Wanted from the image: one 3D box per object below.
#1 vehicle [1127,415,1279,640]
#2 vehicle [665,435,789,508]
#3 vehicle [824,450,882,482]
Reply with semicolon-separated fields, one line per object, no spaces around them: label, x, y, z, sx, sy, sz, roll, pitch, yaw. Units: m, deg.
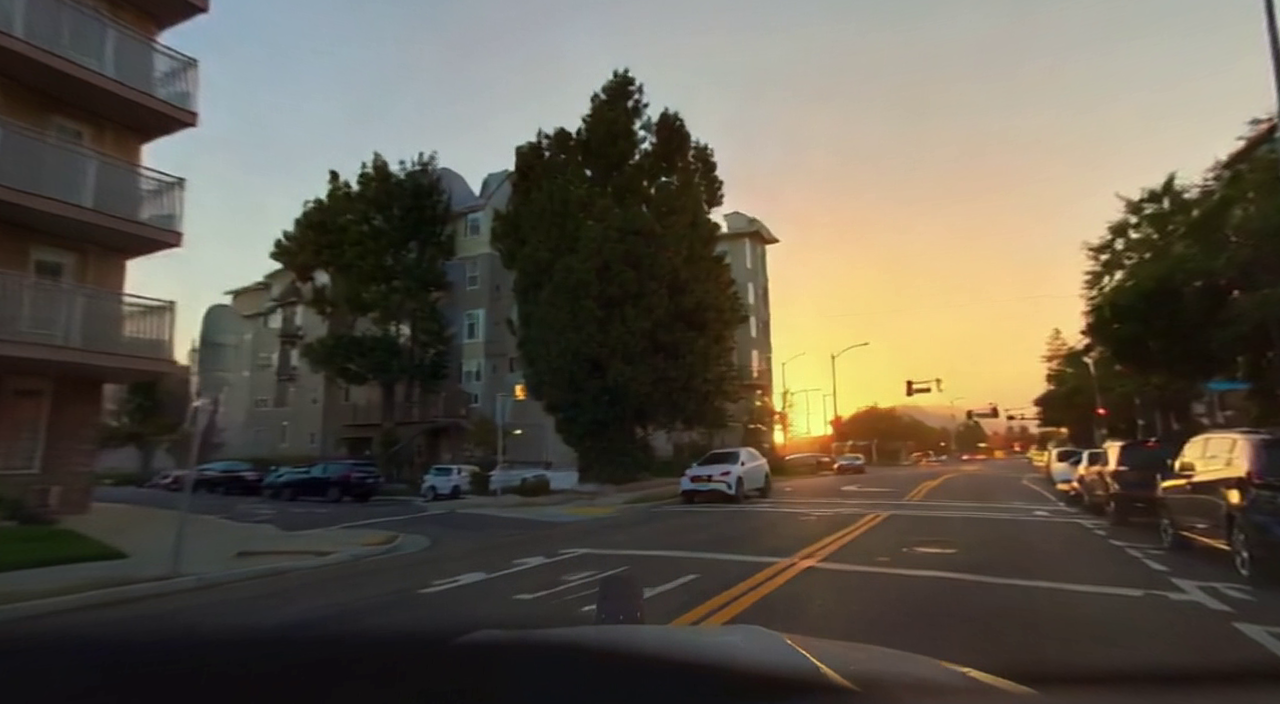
vehicle;6.785;1.560;6.413;2.153;1.685;4.586;-5;-10;29
vehicle;2.681;3.377;18.448;1.993;1.817;4.619;-5;-10;29
vehicle;11.214;5.913;33.050;1.934;1.484;4.630;-5;-10;29
